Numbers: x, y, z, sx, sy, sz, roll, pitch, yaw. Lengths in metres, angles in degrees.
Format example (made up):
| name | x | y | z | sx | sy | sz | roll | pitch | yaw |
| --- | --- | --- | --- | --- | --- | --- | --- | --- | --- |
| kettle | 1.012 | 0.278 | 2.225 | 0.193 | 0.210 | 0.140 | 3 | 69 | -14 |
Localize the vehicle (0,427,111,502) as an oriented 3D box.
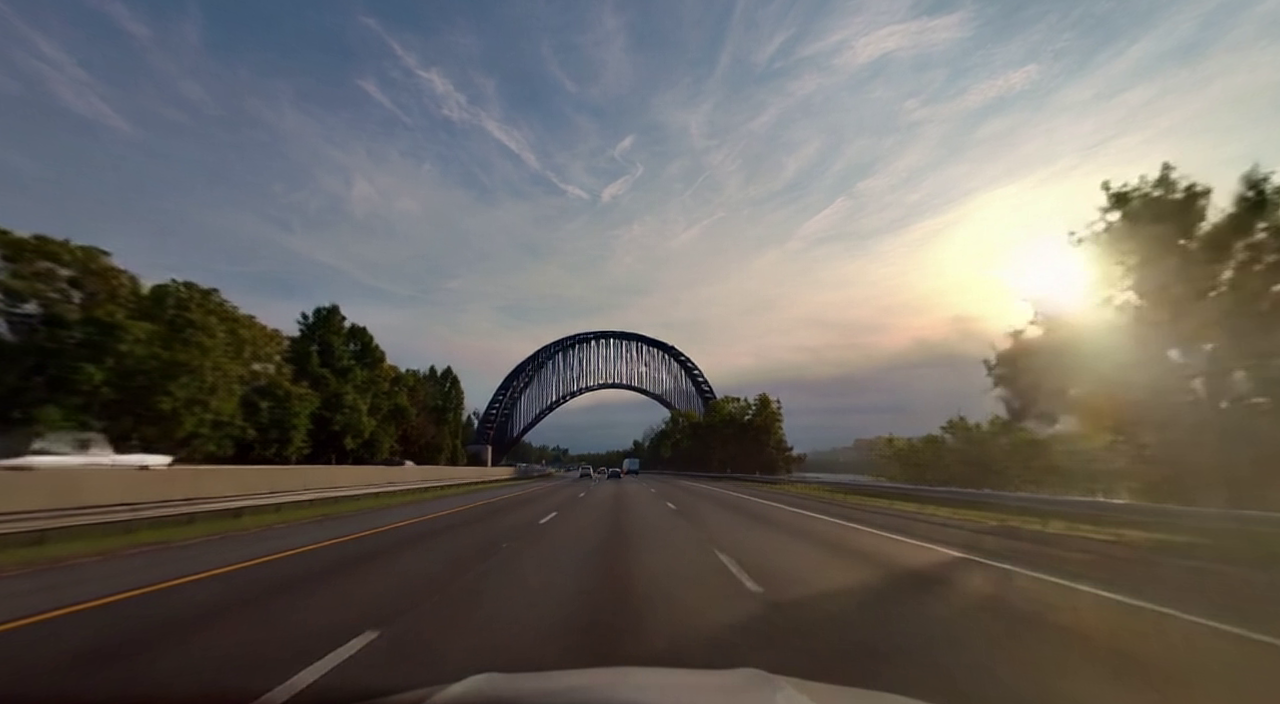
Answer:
| name | x | y | z | sx | sy | sz | roll | pitch | yaw |
| --- | --- | --- | --- | --- | --- | --- | --- | --- | --- |
| vehicle | -16.386 | 2.785 | 15.597 | 2.078 | 1.771 | 5.233 | 1 | -10 | -1 |
